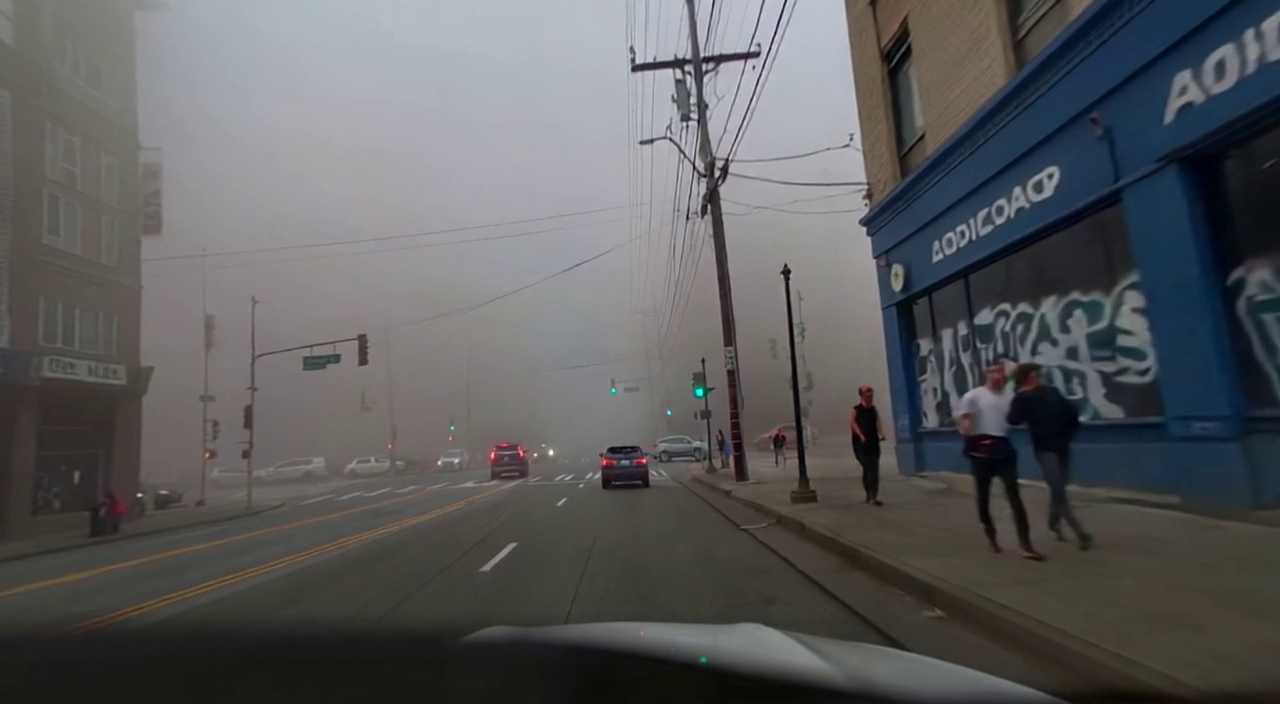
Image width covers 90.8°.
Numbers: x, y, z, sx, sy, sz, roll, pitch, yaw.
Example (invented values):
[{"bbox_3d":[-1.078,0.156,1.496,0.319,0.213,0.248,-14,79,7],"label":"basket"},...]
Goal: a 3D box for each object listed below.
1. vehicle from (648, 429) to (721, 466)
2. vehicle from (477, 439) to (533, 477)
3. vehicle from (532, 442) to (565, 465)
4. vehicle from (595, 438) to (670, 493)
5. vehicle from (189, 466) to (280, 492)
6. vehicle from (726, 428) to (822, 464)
[{"bbox_3d":[2.550,5.296,35.283,2.161,1.749,4.478,-7,-8,31],"label":"vehicle"},{"bbox_3d":[-6.722,5.323,31.920,2.063,1.751,4.229,0,-9,-2],"label":"vehicle"},{"bbox_3d":[-6.329,7.037,44.007,2.097,1.457,4.439,0,-9,-7],"label":"vehicle"},{"bbox_3d":[-0.263,3.463,19.652,2.059,1.497,4.260,0,-9,-1],"label":"vehicle"},{"bbox_3d":[-26.086,8.185,40.711,4.479,1.484,2.036,-1,-9,2],"label":"vehicle"},{"bbox_3d":[7.318,5.136,34.792,4.714,1.686,1.973,-1,-6,-8],"label":"vehicle"}]
